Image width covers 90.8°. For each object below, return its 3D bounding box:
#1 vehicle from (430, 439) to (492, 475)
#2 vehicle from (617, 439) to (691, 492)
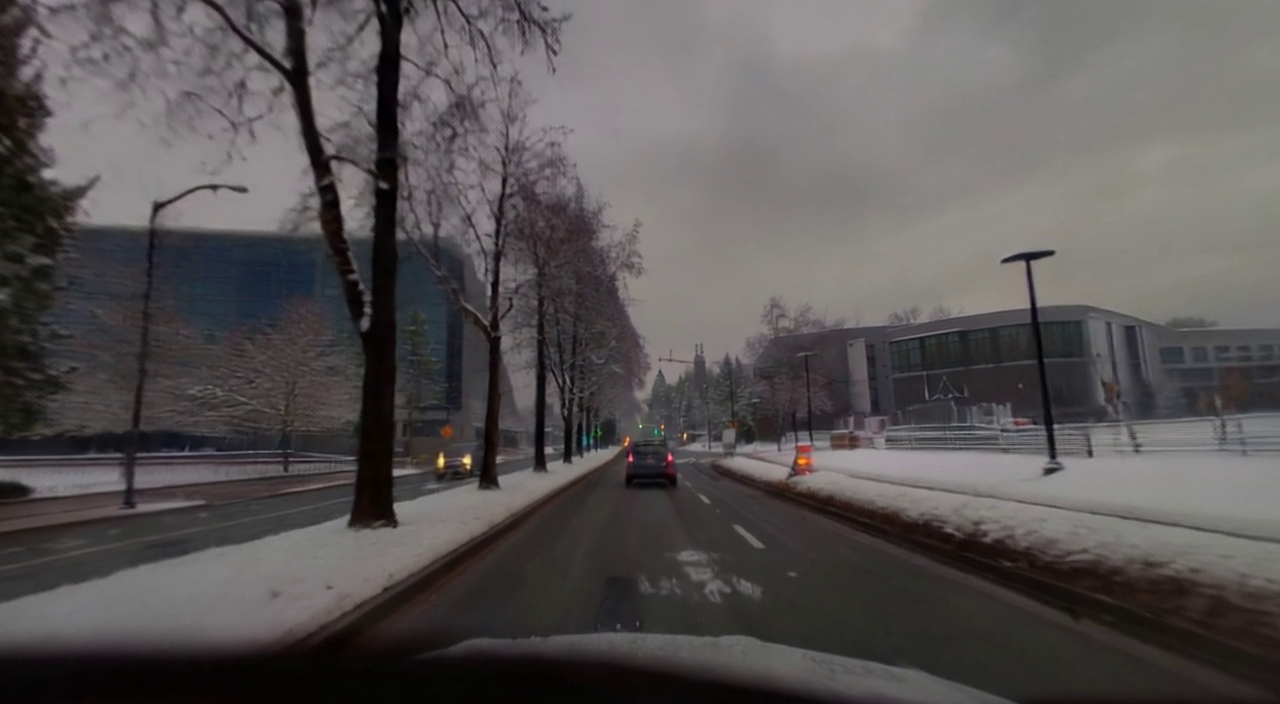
[{"bbox_3d":[-11.198,6.582,40.053,2.349,2.106,5.464,-1,-8,0],"label":"vehicle"},{"bbox_3d":[0.447,3.586,20.427,2.114,1.493,4.430,-1,-8,1],"label":"vehicle"}]
